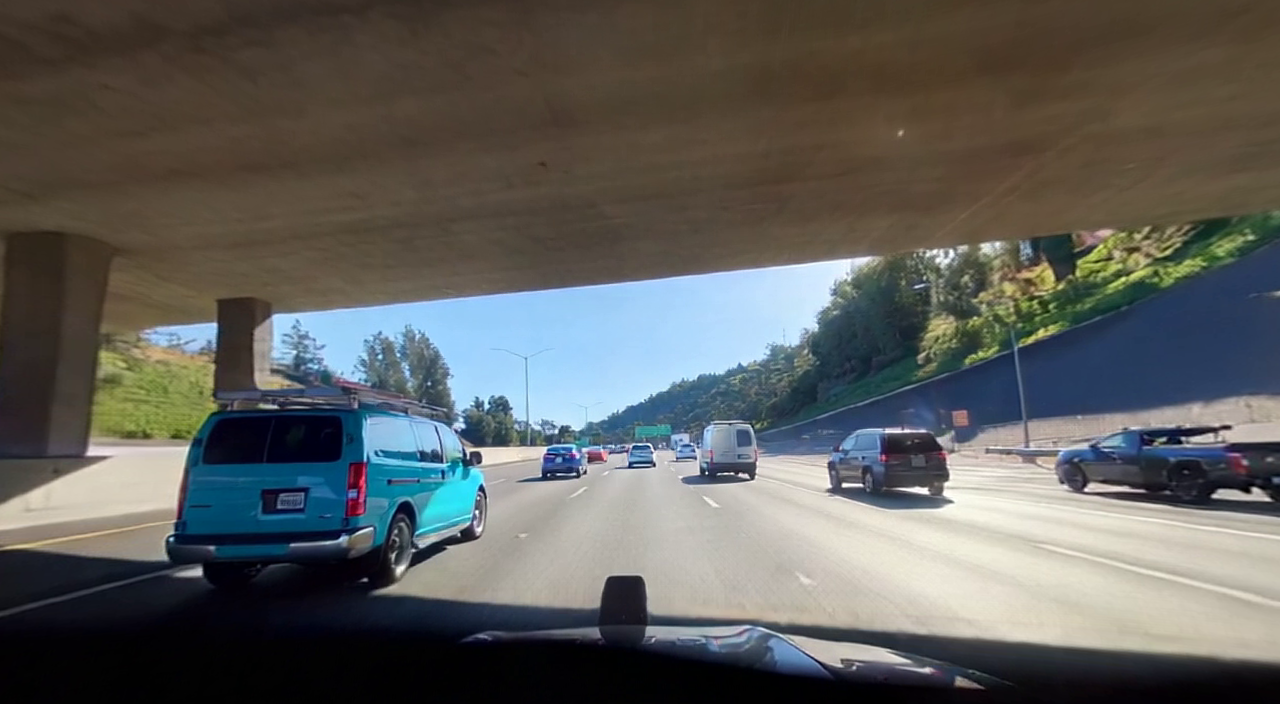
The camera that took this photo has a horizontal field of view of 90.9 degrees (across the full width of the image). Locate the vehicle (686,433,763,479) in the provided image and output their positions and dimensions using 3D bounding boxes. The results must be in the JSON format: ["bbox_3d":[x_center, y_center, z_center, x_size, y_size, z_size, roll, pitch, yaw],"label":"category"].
[{"bbox_3d":[3.731,4.757,29.221,2.777,1.895,5.710,0,-9,0],"label":"vehicle"}]

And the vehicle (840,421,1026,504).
[{"bbox_3d":[7.475,2.894,17.020,2.304,1.840,5.706,0,-8,0],"label":"vehicle"}]

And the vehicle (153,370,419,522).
[{"bbox_3d":[-7.503,2.160,14.624,2.336,2.708,6.421,0,-9,0],"label":"vehicle"}]

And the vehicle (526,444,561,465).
[{"bbox_3d":[-7.381,7.878,48.588,1.961,1.562,4.301,0,-8,1],"label":"vehicle"}]

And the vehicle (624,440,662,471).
[{"bbox_3d":[0.163,5.940,36.404,2.115,1.617,4.102,0,-8,0],"label":"vehicle"}]

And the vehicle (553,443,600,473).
[{"bbox_3d":[-3.262,5.549,33.283,1.970,1.483,4.071,0,-8,2],"label":"vehicle"}]
